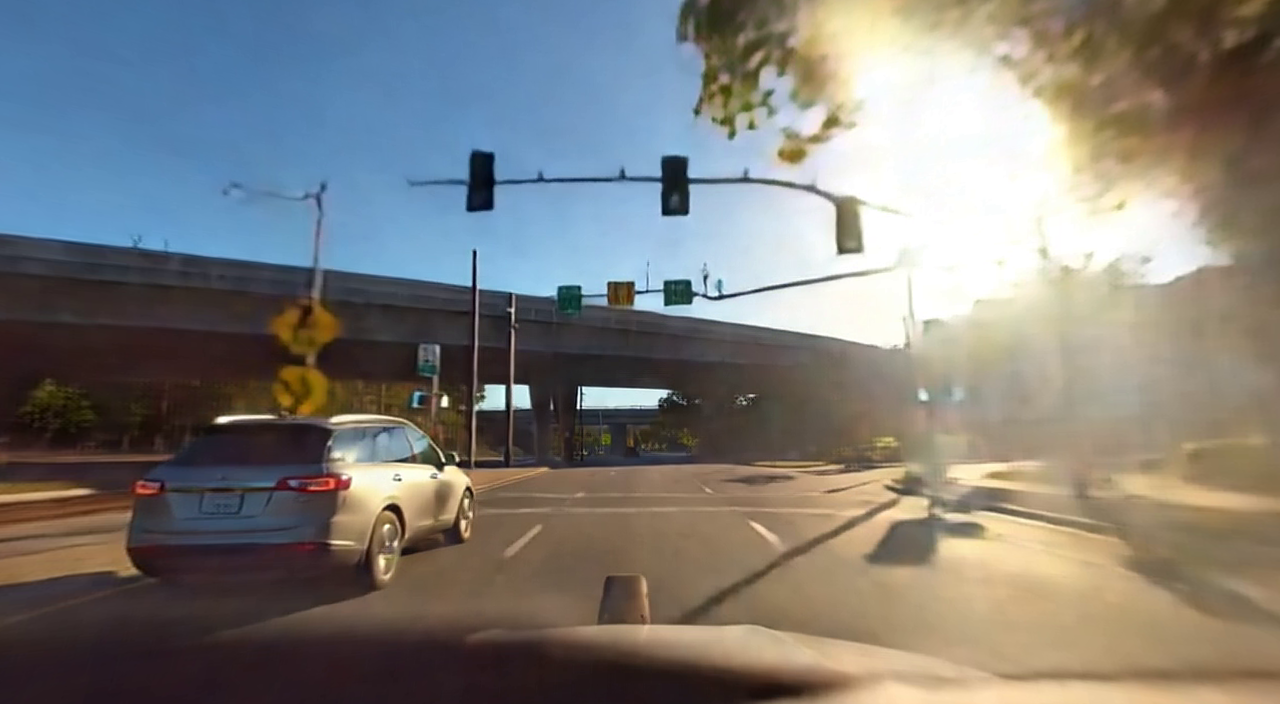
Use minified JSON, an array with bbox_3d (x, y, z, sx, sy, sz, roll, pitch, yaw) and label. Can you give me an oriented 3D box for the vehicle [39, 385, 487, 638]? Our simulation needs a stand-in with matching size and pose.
[{"bbox_3d":[-3.092,1.396,6.492,1.882,1.704,4.335,0,-8,1],"label":"vehicle"}]
